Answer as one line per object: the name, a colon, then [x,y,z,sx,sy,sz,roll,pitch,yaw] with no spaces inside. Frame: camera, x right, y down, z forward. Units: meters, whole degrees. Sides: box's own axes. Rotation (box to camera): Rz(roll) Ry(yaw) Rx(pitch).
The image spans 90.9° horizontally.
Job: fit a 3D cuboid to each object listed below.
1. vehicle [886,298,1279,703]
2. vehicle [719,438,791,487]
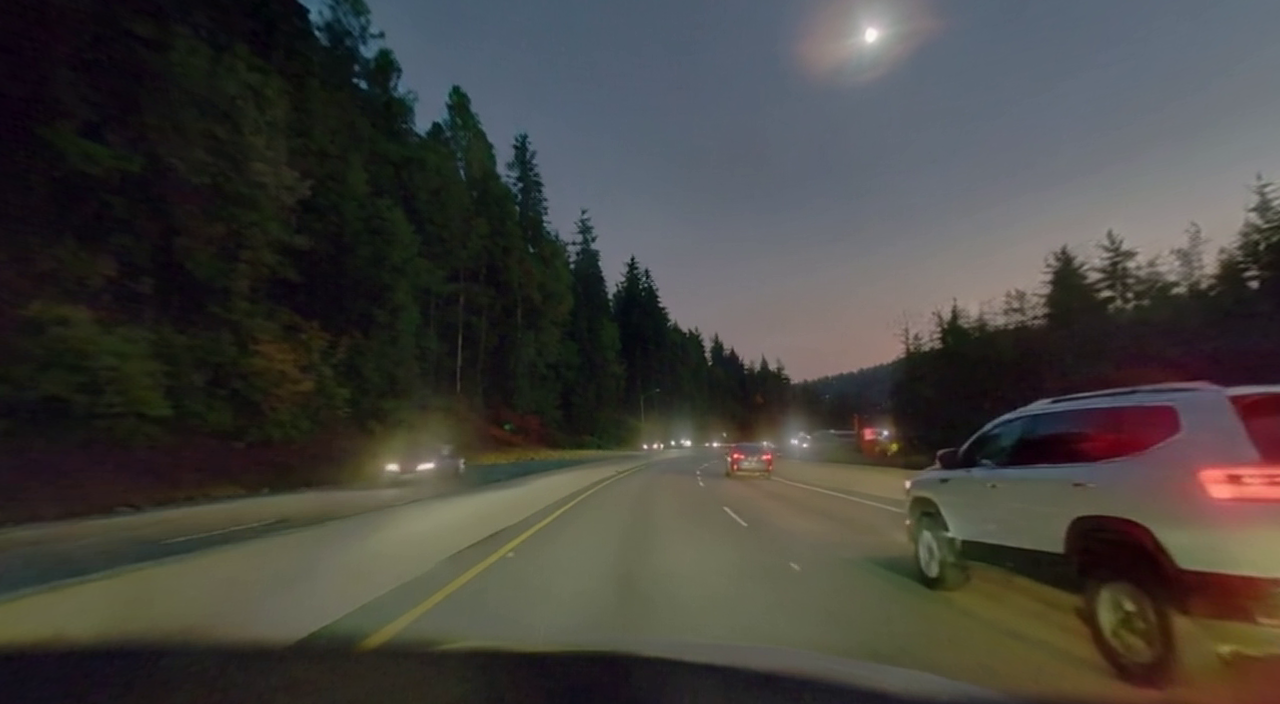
vehicle: [3.603,0.958,3.831,2.270,1.897,4.822,0,-8,0]
vehicle: [4.378,4.268,24.663,2.112,1.708,4.380,0,-8,2]
